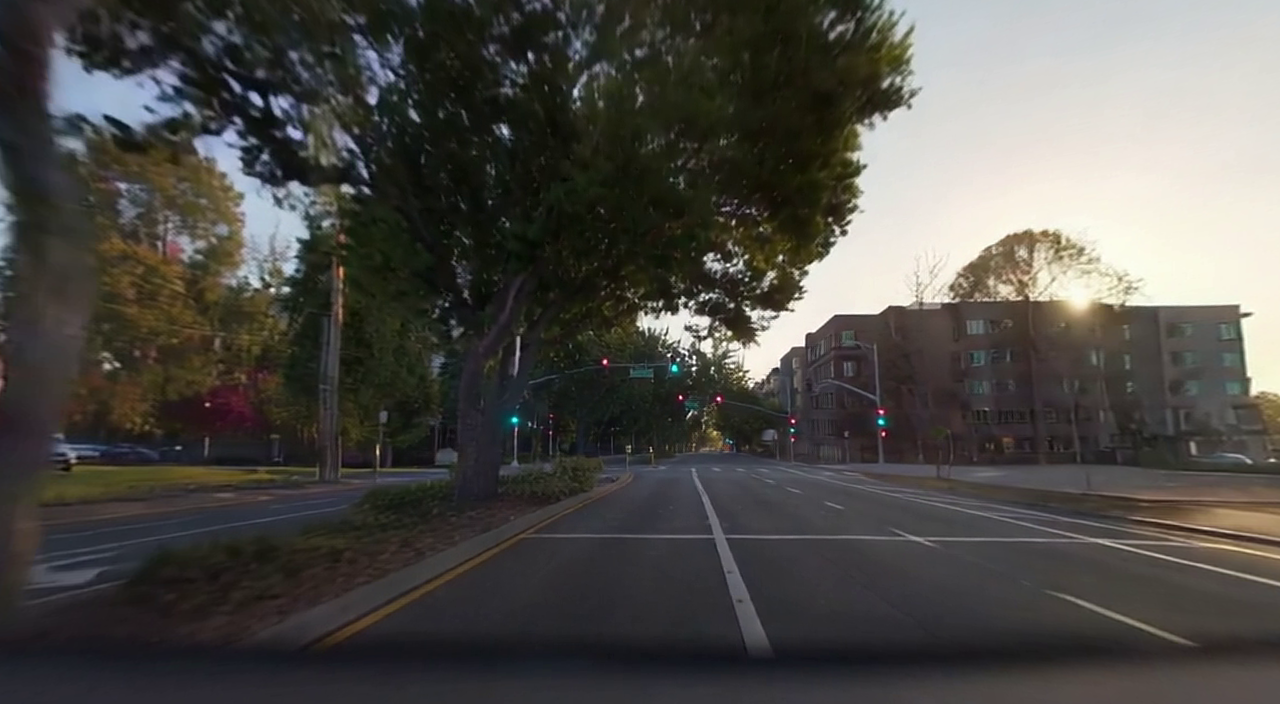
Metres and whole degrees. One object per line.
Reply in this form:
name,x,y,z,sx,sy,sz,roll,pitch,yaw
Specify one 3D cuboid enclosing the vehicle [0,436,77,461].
vehicle,-40.864,6.465,42.429,4.347,1.588,1.816,8,-12,-43
